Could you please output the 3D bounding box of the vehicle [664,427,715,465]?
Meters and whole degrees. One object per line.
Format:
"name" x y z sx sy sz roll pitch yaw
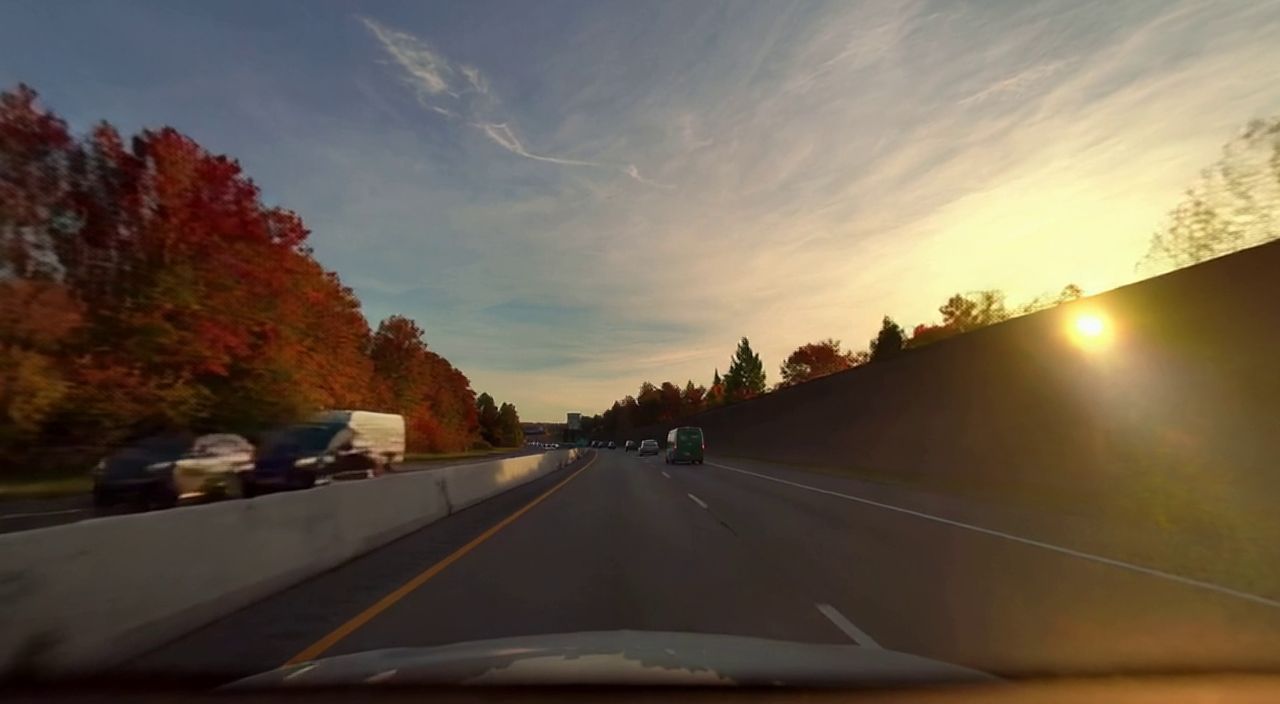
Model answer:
"vehicle" 2.840 5.536 37.223 2.393 2.072 4.958 1 -8 -3

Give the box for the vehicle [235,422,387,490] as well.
"vehicle" -8.167 2.613 16.108 1.797 1.509 3.905 1 -8 -1
